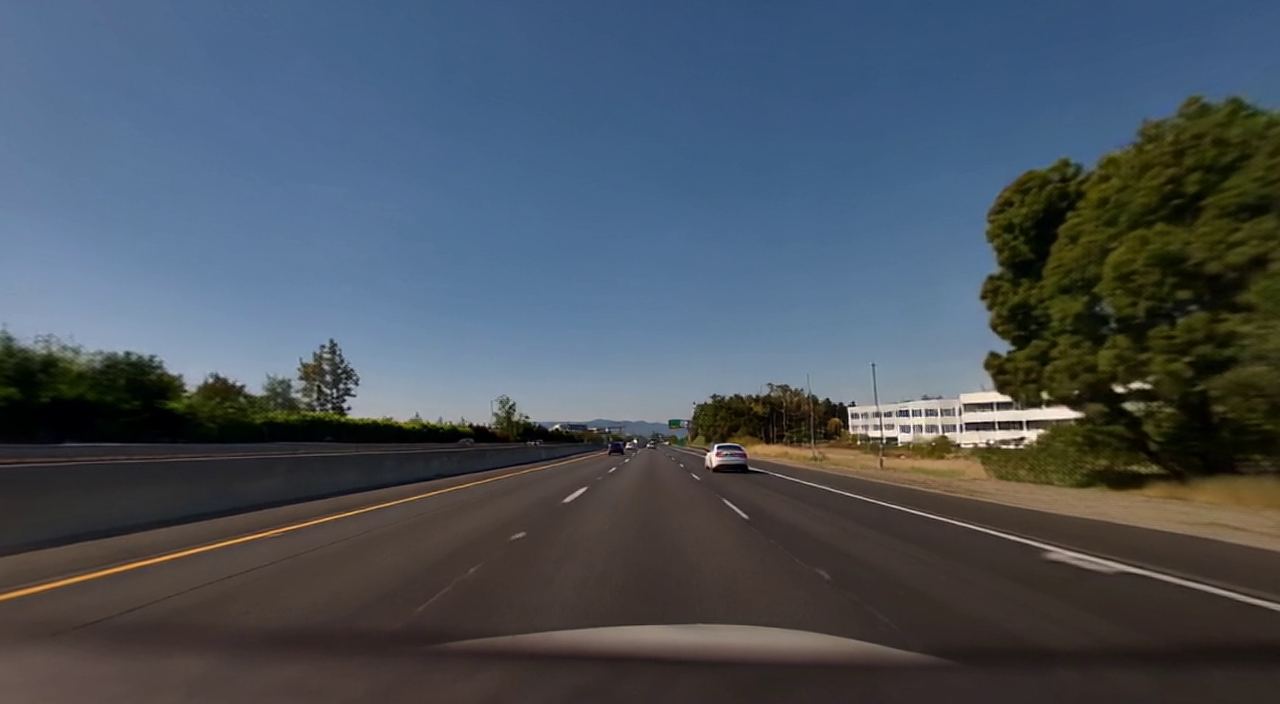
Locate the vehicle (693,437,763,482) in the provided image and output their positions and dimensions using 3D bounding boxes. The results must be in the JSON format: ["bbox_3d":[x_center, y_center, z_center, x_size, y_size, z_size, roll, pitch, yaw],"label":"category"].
[{"bbox_3d":[3.359,4.221,25.082,2.085,1.594,4.848,0,-9,0],"label":"vehicle"}]
